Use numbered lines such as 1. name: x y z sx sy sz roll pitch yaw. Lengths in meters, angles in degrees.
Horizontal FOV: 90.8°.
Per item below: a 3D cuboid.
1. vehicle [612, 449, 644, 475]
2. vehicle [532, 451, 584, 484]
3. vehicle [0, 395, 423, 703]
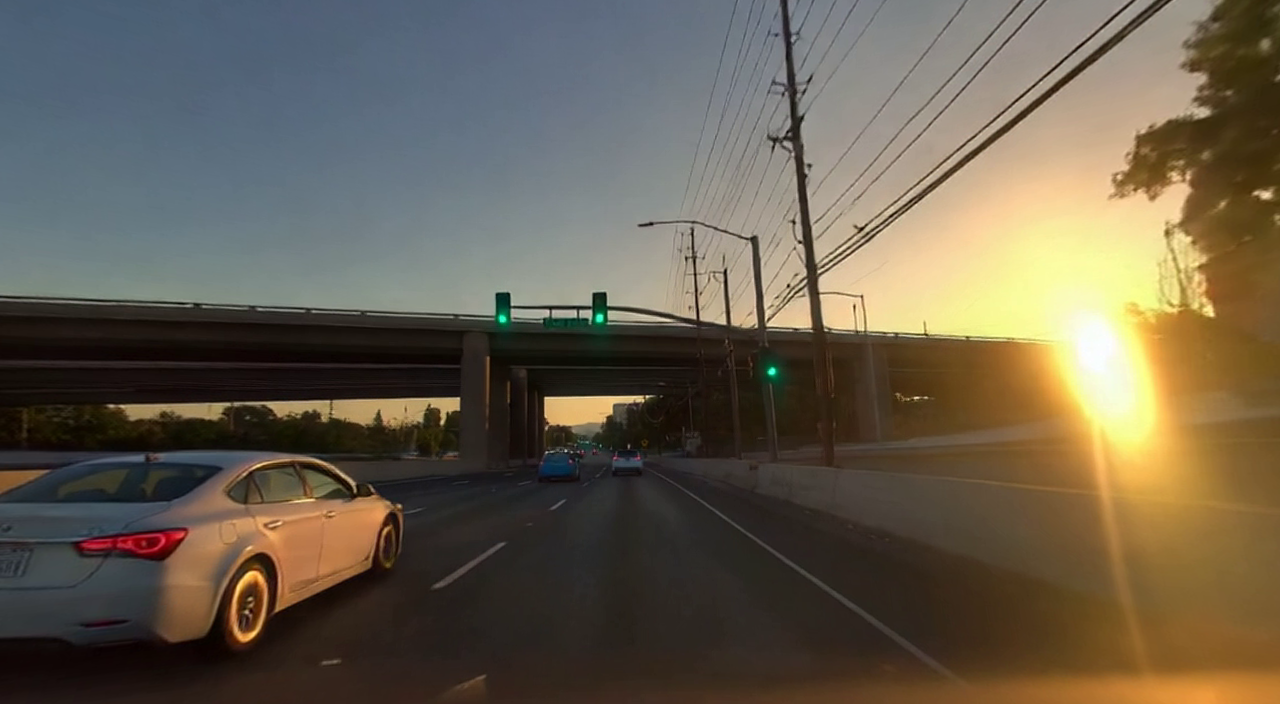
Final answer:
1. vehicle: -0.796 7.082 40.906 1.985 1.565 3.968 0 -9 -2
2. vehicle: -3.859 5.477 30.266 1.946 1.437 4.154 0 -8 0
3. vehicle: -3.573 1.375 5.394 1.925 1.666 4.271 0 -9 0
